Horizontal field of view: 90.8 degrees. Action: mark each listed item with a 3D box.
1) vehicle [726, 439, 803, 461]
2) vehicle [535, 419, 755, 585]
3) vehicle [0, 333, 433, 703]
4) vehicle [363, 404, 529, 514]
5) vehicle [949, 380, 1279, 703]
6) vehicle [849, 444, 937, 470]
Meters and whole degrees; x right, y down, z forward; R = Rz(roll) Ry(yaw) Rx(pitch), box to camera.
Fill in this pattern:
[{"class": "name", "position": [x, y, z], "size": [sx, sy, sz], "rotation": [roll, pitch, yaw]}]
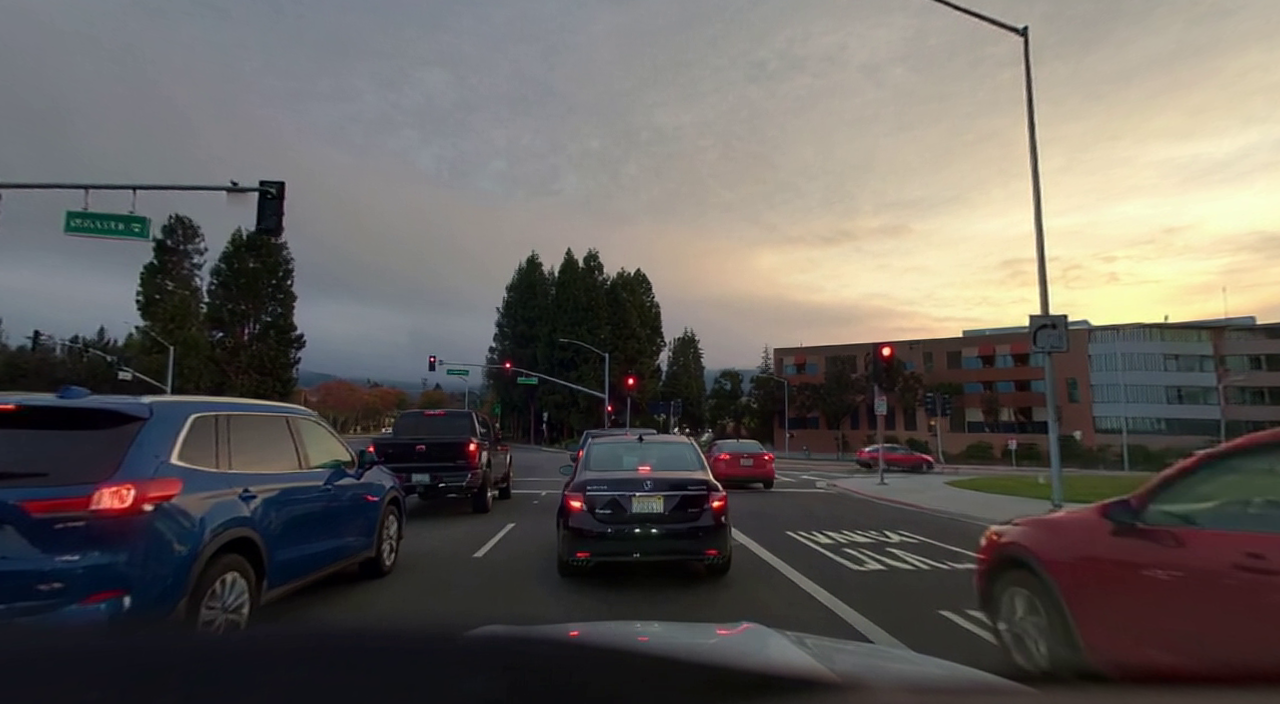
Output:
[{"class": "vehicle", "position": [8.706, 6.857, 44.320], "size": [4.971, 1.482, 1.900], "rotation": [2, -9, -14]}, {"class": "vehicle", "position": [-0.079, 1.691, 8.035], "size": [2.001, 1.483, 4.442], "rotation": [0, -8, -3]}, {"class": "vehicle", "position": [-3.204, 1.096, 4.820], "size": [1.924, 1.737, 4.387], "rotation": [0, -8, -3]}, {"class": "vehicle", "position": [-4.028, 2.359, 14.366], "size": [2.305, 1.984, 5.586], "rotation": [0, -8, -3]}, {"class": "vehicle", "position": [3.290, 0.840, 2.029], "size": [2.100, 1.524, 4.746], "rotation": [0, -8, -1]}, {"class": "vehicle", "position": [15.394, 6.382, 38.521], "size": [4.609, 1.513, 1.861], "rotation": [1, -9, -8]}]
